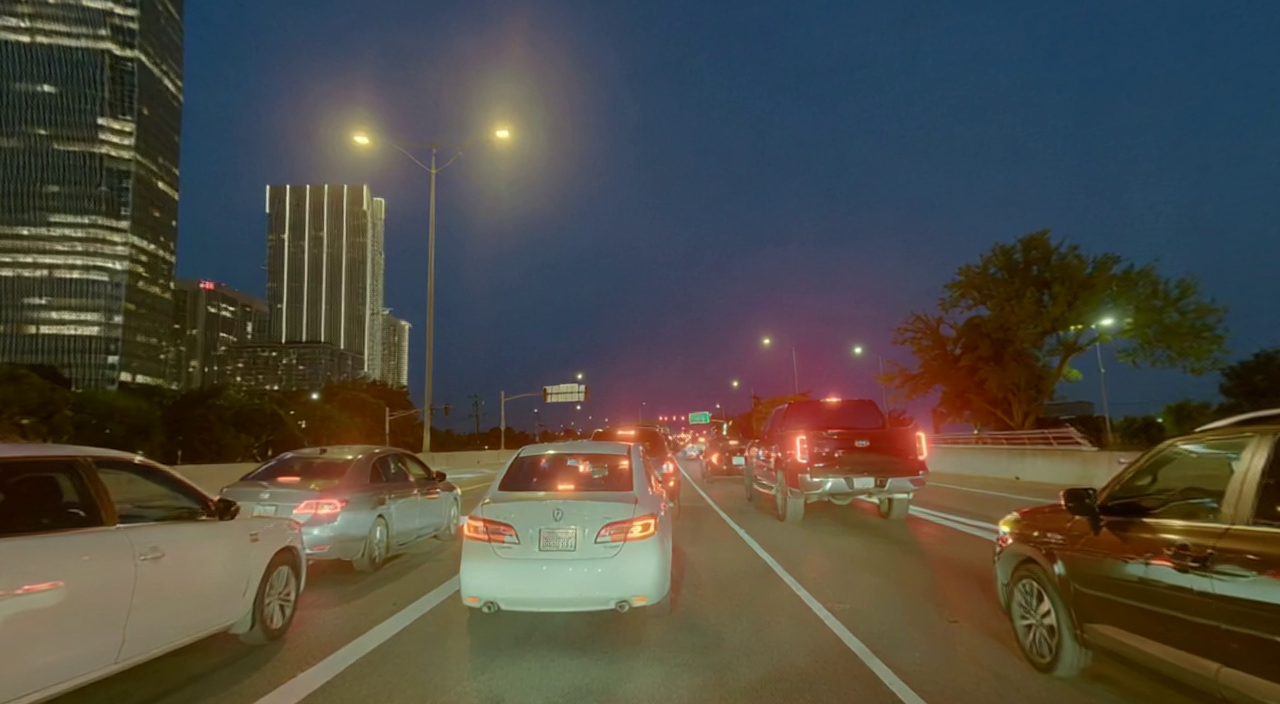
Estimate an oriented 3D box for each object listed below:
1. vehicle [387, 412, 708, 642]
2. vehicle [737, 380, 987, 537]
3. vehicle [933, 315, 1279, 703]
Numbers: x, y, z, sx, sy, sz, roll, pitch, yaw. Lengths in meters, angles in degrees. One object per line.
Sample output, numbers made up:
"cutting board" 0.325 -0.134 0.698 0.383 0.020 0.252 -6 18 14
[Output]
"vehicle" -0.571 1.501 6.440 2.172 1.536 4.250 0 -9 2
"vehicle" 3.542 1.919 11.753 2.497 2.186 5.890 0 -9 0
"vehicle" 3.161 0.763 2.204 2.024 1.723 4.714 0 -9 1
